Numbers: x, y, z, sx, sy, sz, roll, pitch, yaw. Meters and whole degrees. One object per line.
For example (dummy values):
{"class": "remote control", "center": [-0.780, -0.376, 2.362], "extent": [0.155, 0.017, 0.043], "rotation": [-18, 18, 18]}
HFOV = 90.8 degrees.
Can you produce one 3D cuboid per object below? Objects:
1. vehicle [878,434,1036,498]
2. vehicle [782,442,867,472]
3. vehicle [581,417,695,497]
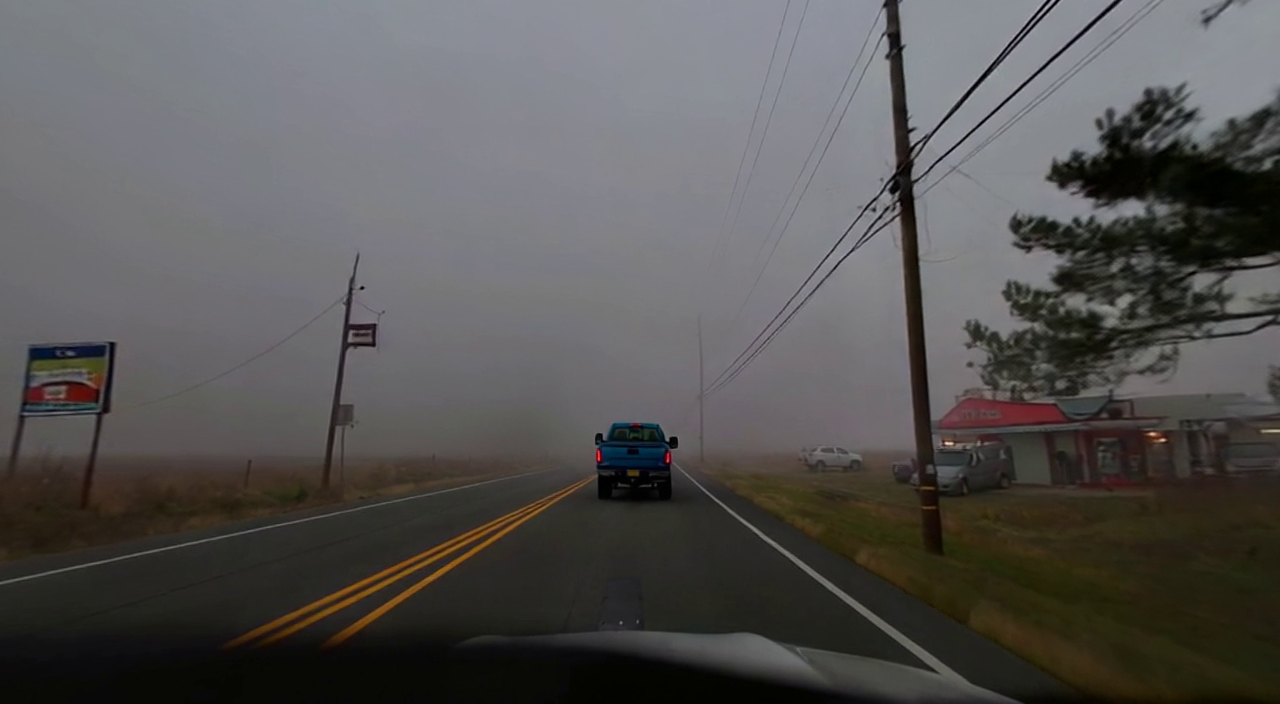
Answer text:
{"class": "vehicle", "center": [11.502, 4.032, 22.797], "extent": [5.776, 1.936, 2.535], "rotation": [6, -8, -33]}
{"class": "vehicle", "center": [11.632, 6.555, 39.685], "extent": [5.304, 1.754, 2.340], "rotation": [6, -10, -37]}
{"class": "vehicle", "center": [-0.001, 3.253, 20.011], "extent": [2.921, 2.031, 7.416], "rotation": [0, -8, 1]}
